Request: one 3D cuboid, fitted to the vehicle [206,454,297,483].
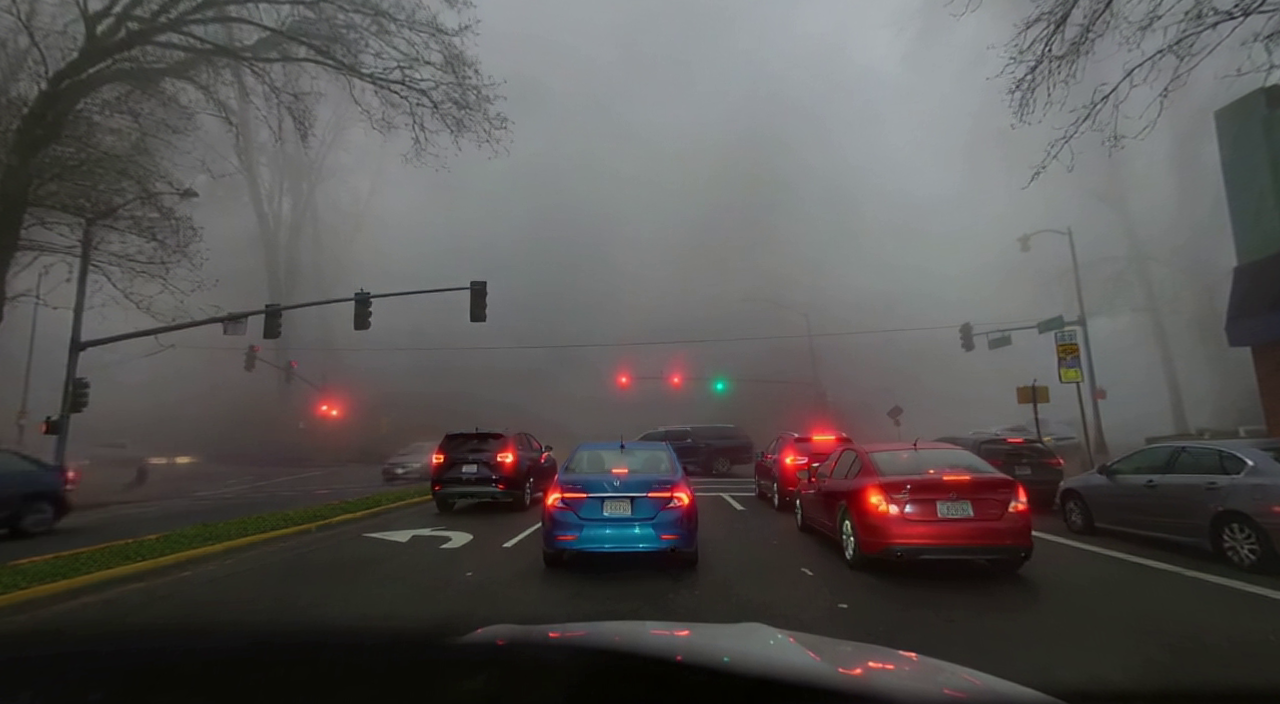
[{"bbox_3d":[-23.438,7.019,38.267,4.238,1.671,1.898,2,-9,-13],"label":"vehicle"}]

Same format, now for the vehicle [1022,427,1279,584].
[{"bbox_3d":[7.197,1.737,7.826,2.004,1.508,4.646,0,-8,0],"label":"vehicle"}]

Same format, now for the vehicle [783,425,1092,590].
[{"bbox_3d":[3.239,1.756,8.008,2.020,1.513,4.120,0,-8,2],"label":"vehicle"}]

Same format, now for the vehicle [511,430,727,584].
[{"bbox_3d":[-0.175,1.800,8.161,2.098,1.477,3.897,0,-8,1],"label":"vehicle"}]

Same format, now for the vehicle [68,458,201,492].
[{"bbox_3d":[-25.236,6.141,31.753,4.679,1.488,2.052,2,-9,-13],"label":"vehicle"}]

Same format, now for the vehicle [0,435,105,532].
[{"bbox_3d":[-12.390,2.334,11.153,1.959,1.704,4.410,0,-8,0],"label":"vehicle"}]

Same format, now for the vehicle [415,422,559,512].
[{"bbox_3d":[-3.433,2.709,15.399,2.160,1.823,5.115,0,-8,1],"label":"vehicle"}]
